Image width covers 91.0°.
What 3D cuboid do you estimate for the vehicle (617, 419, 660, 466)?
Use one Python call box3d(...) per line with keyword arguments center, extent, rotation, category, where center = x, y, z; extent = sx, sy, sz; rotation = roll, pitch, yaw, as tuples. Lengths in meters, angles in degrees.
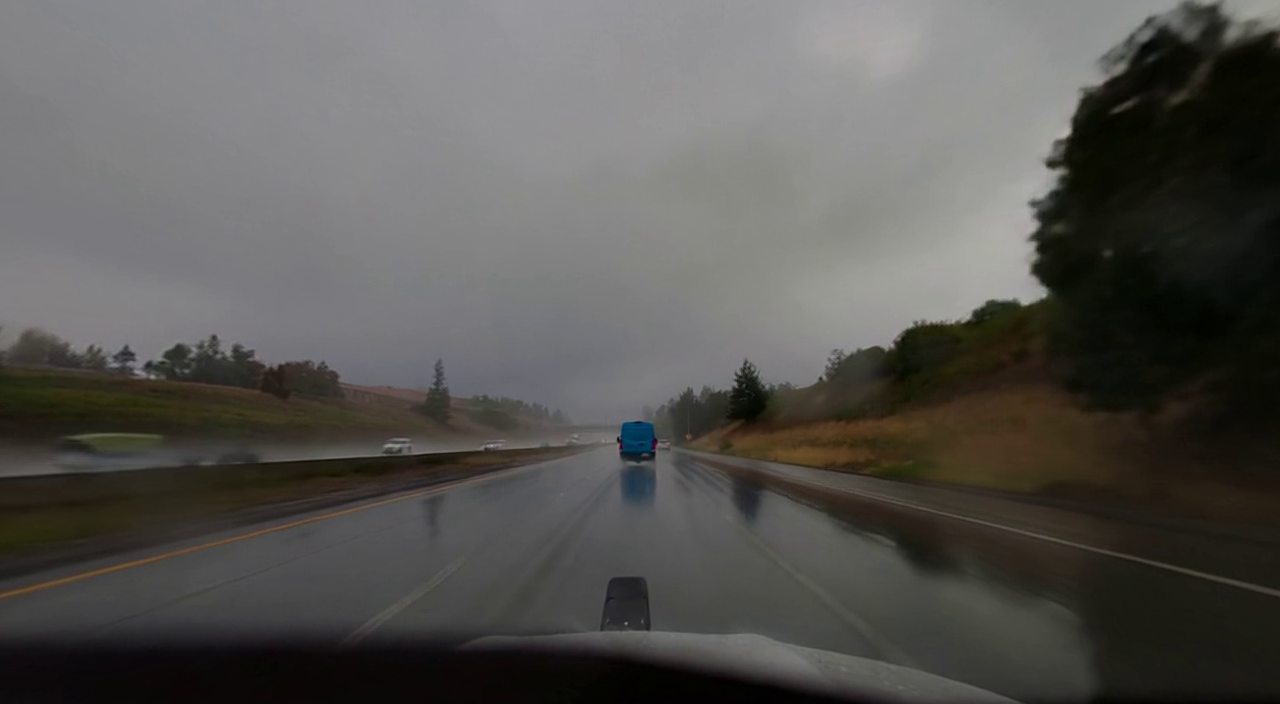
box3d(center=(-0.102, 5.265, 36.544), extent=(2.329, 2.483, 5.428), rotation=(0, -8, 0), category="vehicle")
